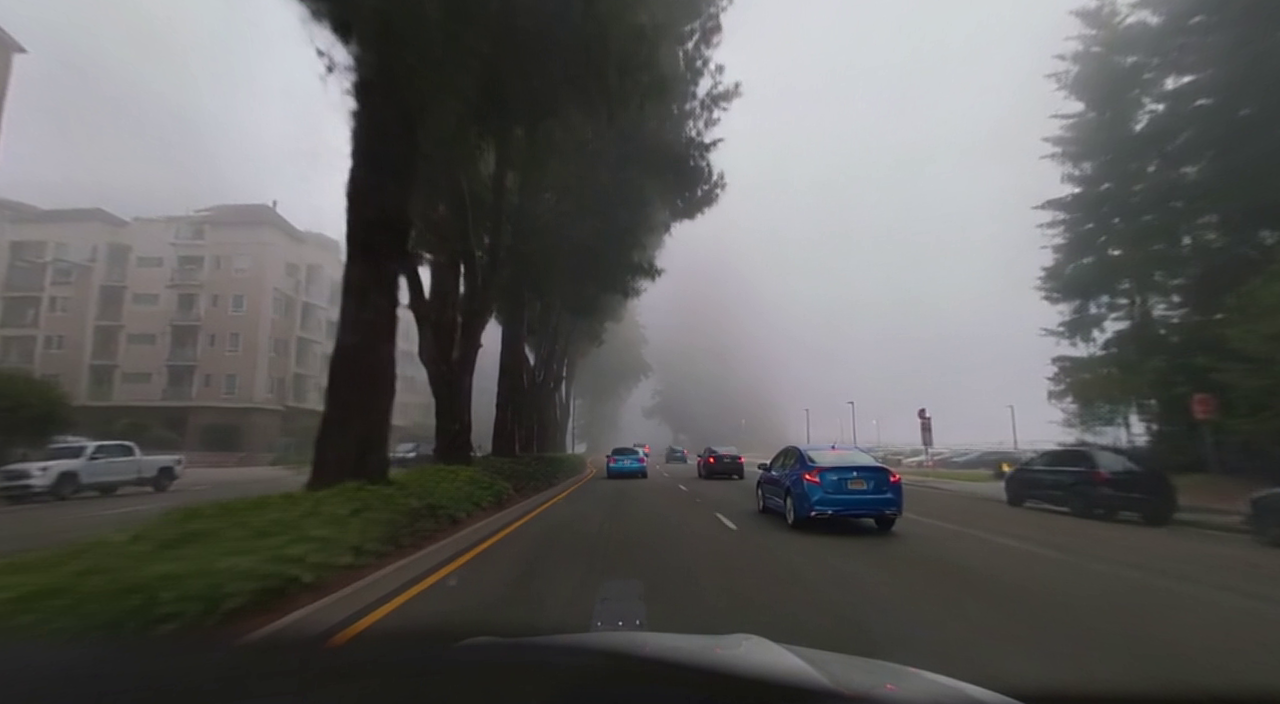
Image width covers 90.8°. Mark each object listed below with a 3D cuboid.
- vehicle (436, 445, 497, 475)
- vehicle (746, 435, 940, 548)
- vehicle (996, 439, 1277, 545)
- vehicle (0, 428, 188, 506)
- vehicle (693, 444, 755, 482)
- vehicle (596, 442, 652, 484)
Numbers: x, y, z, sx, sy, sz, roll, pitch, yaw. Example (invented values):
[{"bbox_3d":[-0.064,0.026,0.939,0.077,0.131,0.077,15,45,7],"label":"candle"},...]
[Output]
[{"bbox_3d":[-9.033,5.633,33.227,1.943,1.483,4.439,0,-9,0],"label":"vehicle"},{"bbox_3d":[3.062,2.176,10.482,1.852,1.498,3.825,0,-9,-1],"label":"vehicle"},{"bbox_3d":[8.776,2.453,11.921,2.127,1.546,4.828,-2,-9,11],"label":"vehicle"},{"bbox_3d":[-15.940,3.209,18.037,2.108,1.876,5.260,0,-9,0],"label":"vehicle"},{"bbox_3d":[3.377,4.532,26.108,1.908,1.453,4.230,0,-9,-1],"label":"vehicle"},{"bbox_3d":[-0.594,4.244,24.458,1.994,1.479,3.647,0,-9,0],"label":"vehicle"}]
